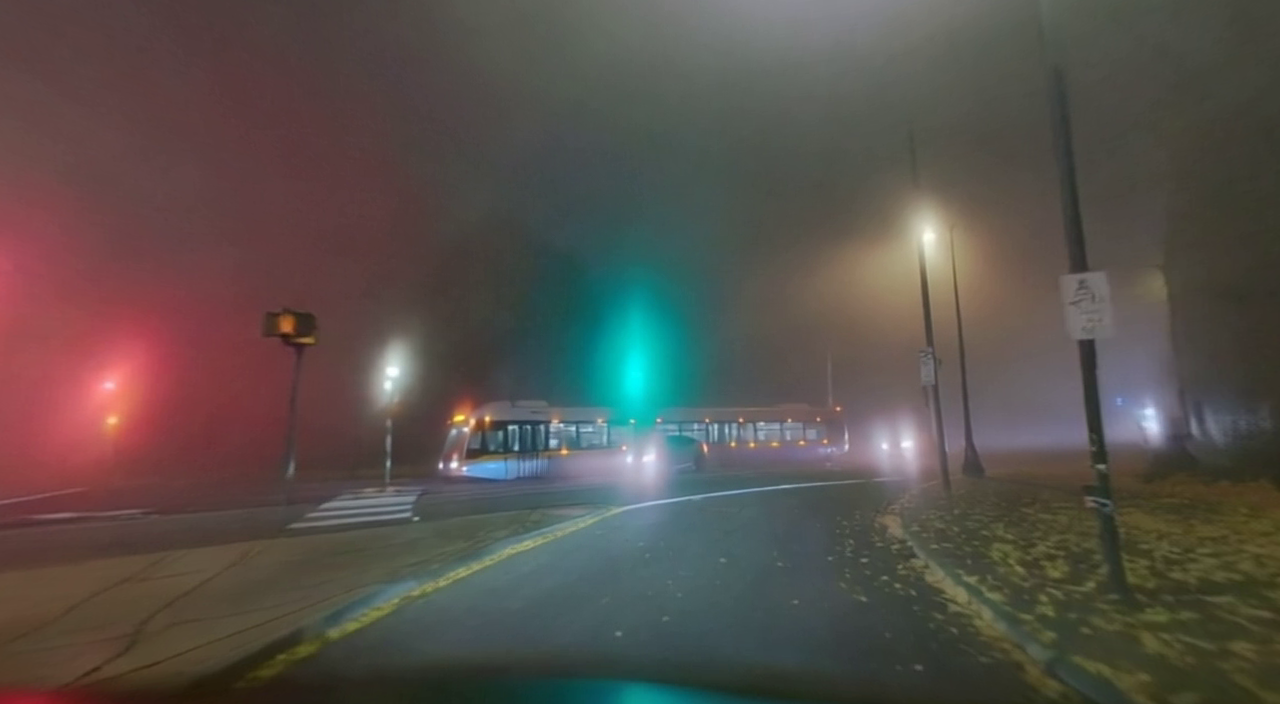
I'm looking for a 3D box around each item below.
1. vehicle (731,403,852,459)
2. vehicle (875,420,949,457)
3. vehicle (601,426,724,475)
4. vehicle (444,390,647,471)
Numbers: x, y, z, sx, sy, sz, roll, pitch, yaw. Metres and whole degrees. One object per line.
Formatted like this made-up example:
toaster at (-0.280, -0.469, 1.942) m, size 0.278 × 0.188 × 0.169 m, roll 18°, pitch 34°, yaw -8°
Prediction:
vehicle at (11.117, 5.623, 45.261) m, size 10.068 × 3.618 × 2.878 m, roll 4°, pitch -10°, yaw -40°
vehicle at (16.213, 5.163, 37.274) m, size 4.386 × 2.070 × 2.092 m, roll 7°, pitch -11°, yaw -38°
vehicle at (0.967, 3.896, 24.984) m, size 4.687 × 1.760 × 2.028 m, roll 7°, pitch -11°, yaw -38°
vehicle at (-4.667, 4.242, 33.121) m, size 10.391 × 3.725 × 2.904 m, roll 6°, pitch -11°, yaw -36°
